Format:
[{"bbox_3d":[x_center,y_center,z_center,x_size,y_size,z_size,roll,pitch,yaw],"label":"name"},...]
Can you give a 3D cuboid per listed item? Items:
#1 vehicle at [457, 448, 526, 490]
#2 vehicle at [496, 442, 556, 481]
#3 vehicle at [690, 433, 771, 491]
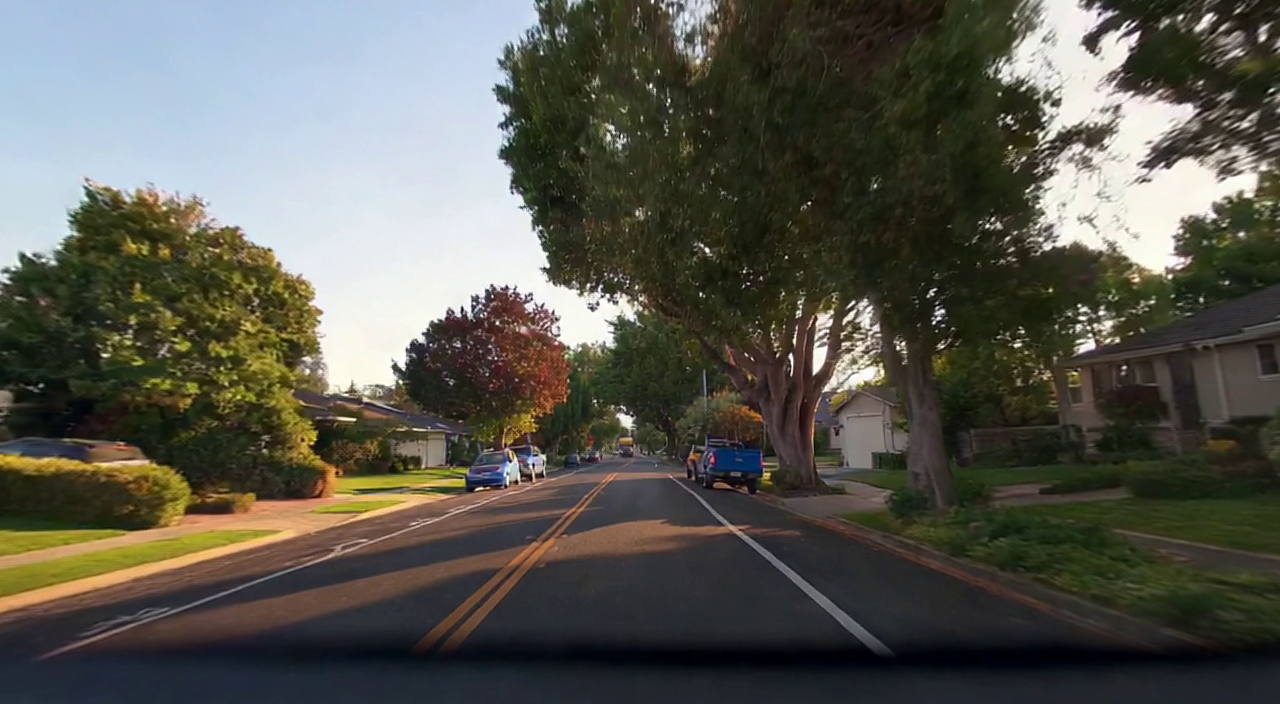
[{"bbox_3d":[-6.905,5.473,29.968,2.005,1.785,5.179,0,-9,0],"label":"vehicle"},{"bbox_3d":[-6.492,6.321,36.791,2.302,2.059,5.758,0,-9,1],"label":"vehicle"},{"bbox_3d":[3.429,4.329,25.291,2.332,2.044,5.695,0,-9,-1],"label":"vehicle"}]
